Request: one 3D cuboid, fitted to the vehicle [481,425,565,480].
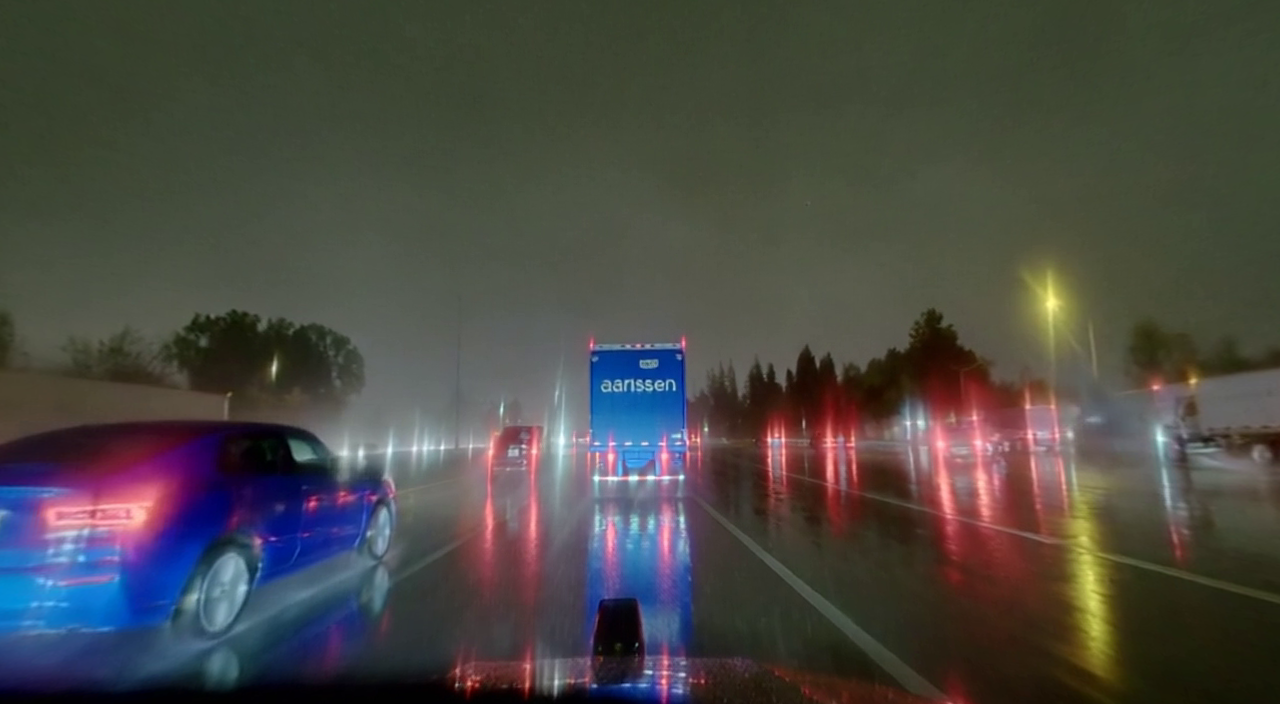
[{"bbox_3d":[-3.713,3.249,20.691,1.946,1.599,4.073,0,-8,0],"label":"vehicle"}]

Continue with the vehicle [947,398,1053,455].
[{"bbox_3d":[18.952,3.993,33.473,2.432,2.753,5.388,0,-8,1],"label":"vehicle"}]

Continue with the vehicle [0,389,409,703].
[{"bbox_3d":[-3.713,1.223,5.152,1.964,1.507,4.361,0,-8,0],"label":"vehicle"}]

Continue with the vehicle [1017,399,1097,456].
[{"bbox_3d":[19.606,3.585,29.697,1.658,2.523,2.851,0,-8,-1],"label":"vehicle"}]

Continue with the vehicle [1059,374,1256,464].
[{"bbox_3d":[19.368,2.639,24.091,2.443,3.006,5.844,0,-8,0],"label":"vehicle"}]

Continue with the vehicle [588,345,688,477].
[{"bbox_3d":[-0.105,2.603,25.686,3.171,4.204,11.036,0,-8,0],"label":"vehicle"}]
